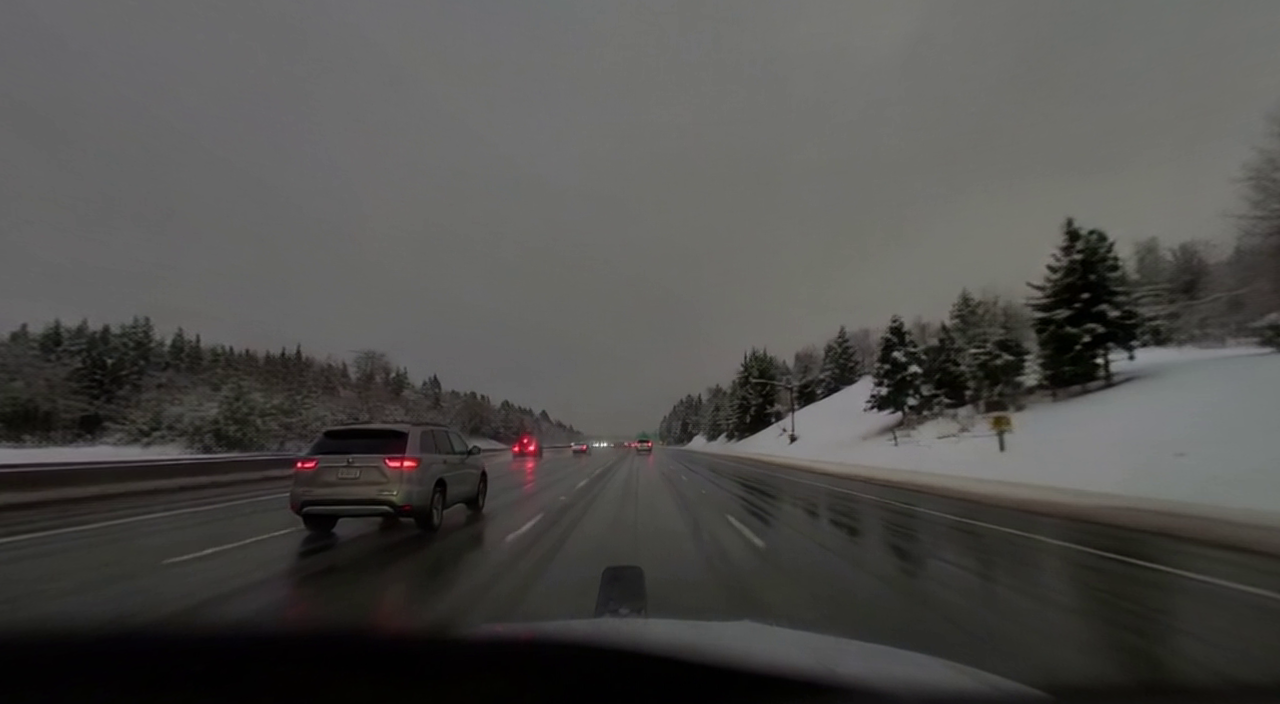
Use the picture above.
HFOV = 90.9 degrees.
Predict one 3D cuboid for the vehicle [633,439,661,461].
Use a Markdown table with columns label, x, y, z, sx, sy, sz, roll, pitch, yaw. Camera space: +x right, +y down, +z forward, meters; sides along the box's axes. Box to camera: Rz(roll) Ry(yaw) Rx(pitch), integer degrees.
| label | x | y | z | sx | sy | sz | roll | pitch | yaw |
| --- | --- | --- | --- | --- | --- | --- | --- | --- | --- |
| vehicle | 0.496 | 7.537 | 48.747 | 2.023 | 1.589 | 4.030 | 0 | -8 | -1 |

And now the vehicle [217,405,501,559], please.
| label | x | y | z | sx | sy | sz | roll | pitch | yaw |
| --- | --- | --- | --- | --- | --- | --- | --- | --- | --- |
| vehicle | -3.760 | 1.835 | 9.598 | 2.214 | 1.759 | 4.435 | -1 | -8 | 1 |

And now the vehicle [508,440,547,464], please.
| label | x | y | z | sx | sy | sz | roll | pitch | yaw |
| --- | --- | --- | --- | --- | --- | --- | --- | --- | --- |
| vehicle | -7.798 | 6.966 | 43.980 | 1.871 | 1.542 | 4.371 | 0 | -8 | 0 |
